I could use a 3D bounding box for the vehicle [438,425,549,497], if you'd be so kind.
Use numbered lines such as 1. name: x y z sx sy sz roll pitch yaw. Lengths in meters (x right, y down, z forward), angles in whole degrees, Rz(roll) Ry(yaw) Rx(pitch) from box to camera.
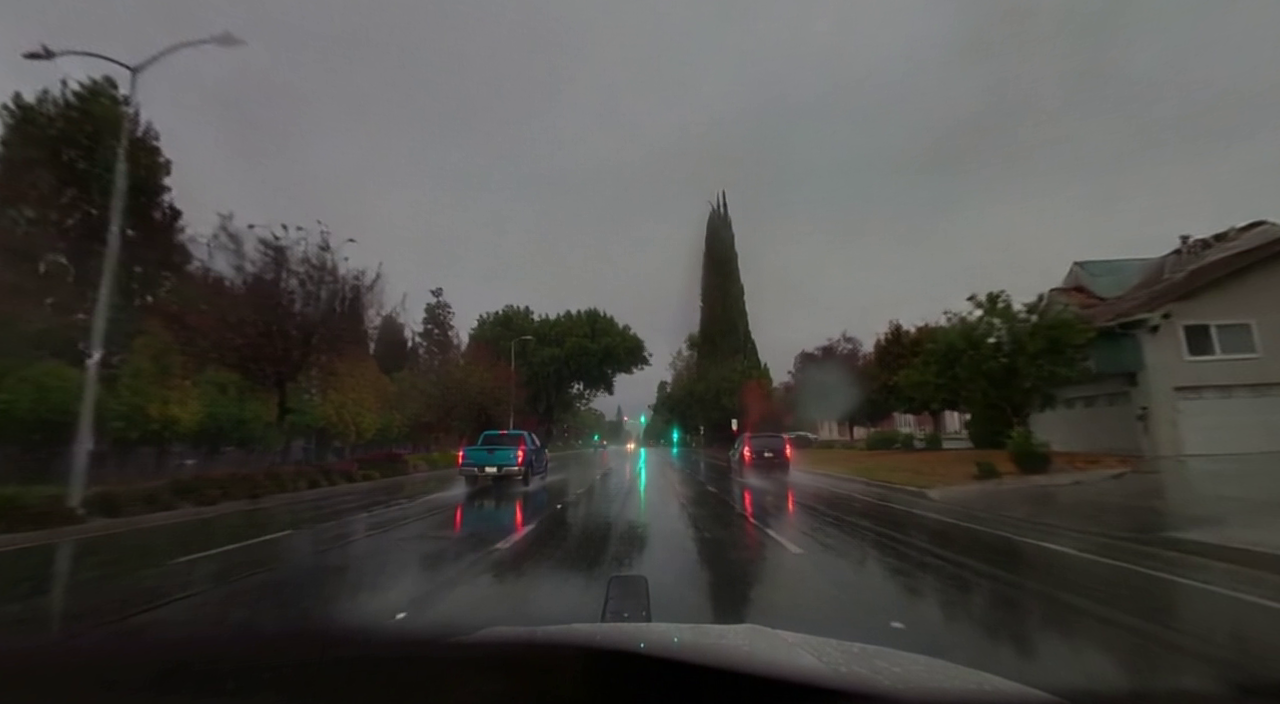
1. vehicle: -3.942 3.029 17.904 2.002 1.747 4.728 0 -8 0

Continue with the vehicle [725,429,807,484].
1. vehicle: 4.343 3.695 22.488 2.016 1.736 4.356 0 -8 0
